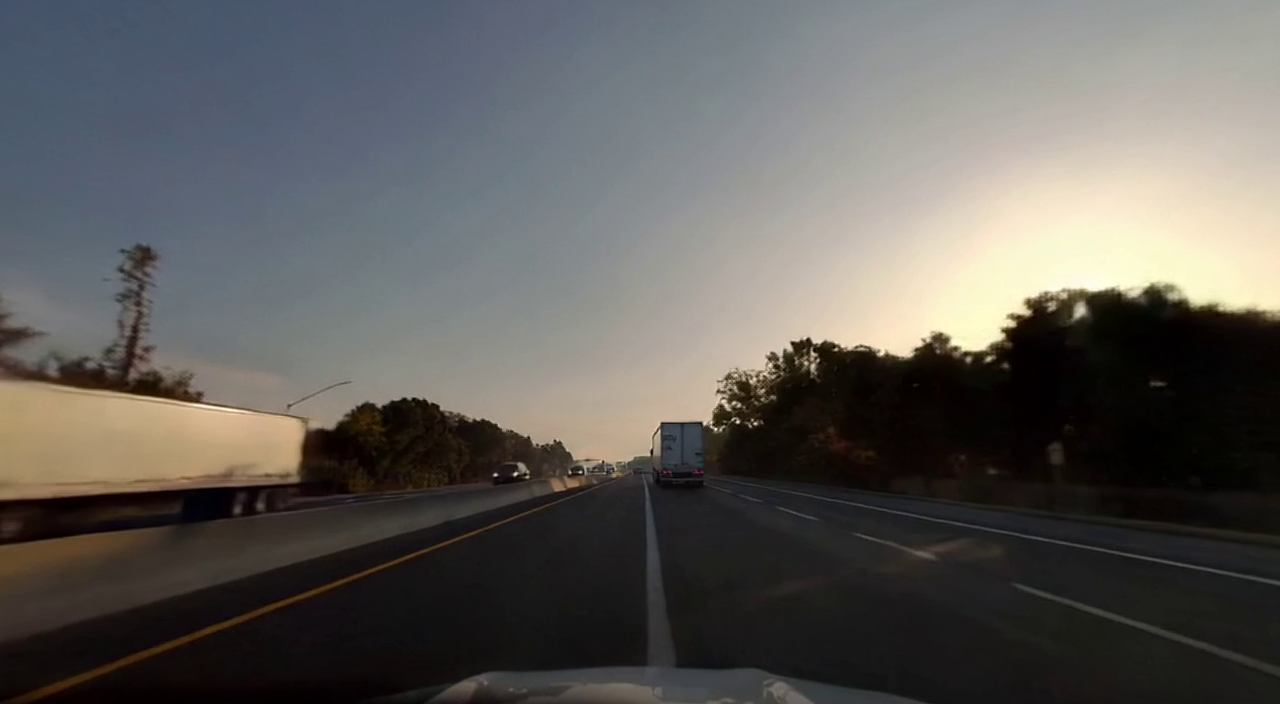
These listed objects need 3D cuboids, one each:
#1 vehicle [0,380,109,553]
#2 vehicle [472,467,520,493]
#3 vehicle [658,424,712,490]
[{"bbox_3d":[-13.646,1.915,10.657,2.739,3.258,7.223,0,-10,1],"label":"vehicle"},{"bbox_3d":[-8.779,7.835,38.808,1.844,1.456,4.062,0,-10,2],"label":"vehicle"},{"bbox_3d":[3.071,7.868,46.709,3.204,4.102,13.306,0,-10,1],"label":"vehicle"}]
